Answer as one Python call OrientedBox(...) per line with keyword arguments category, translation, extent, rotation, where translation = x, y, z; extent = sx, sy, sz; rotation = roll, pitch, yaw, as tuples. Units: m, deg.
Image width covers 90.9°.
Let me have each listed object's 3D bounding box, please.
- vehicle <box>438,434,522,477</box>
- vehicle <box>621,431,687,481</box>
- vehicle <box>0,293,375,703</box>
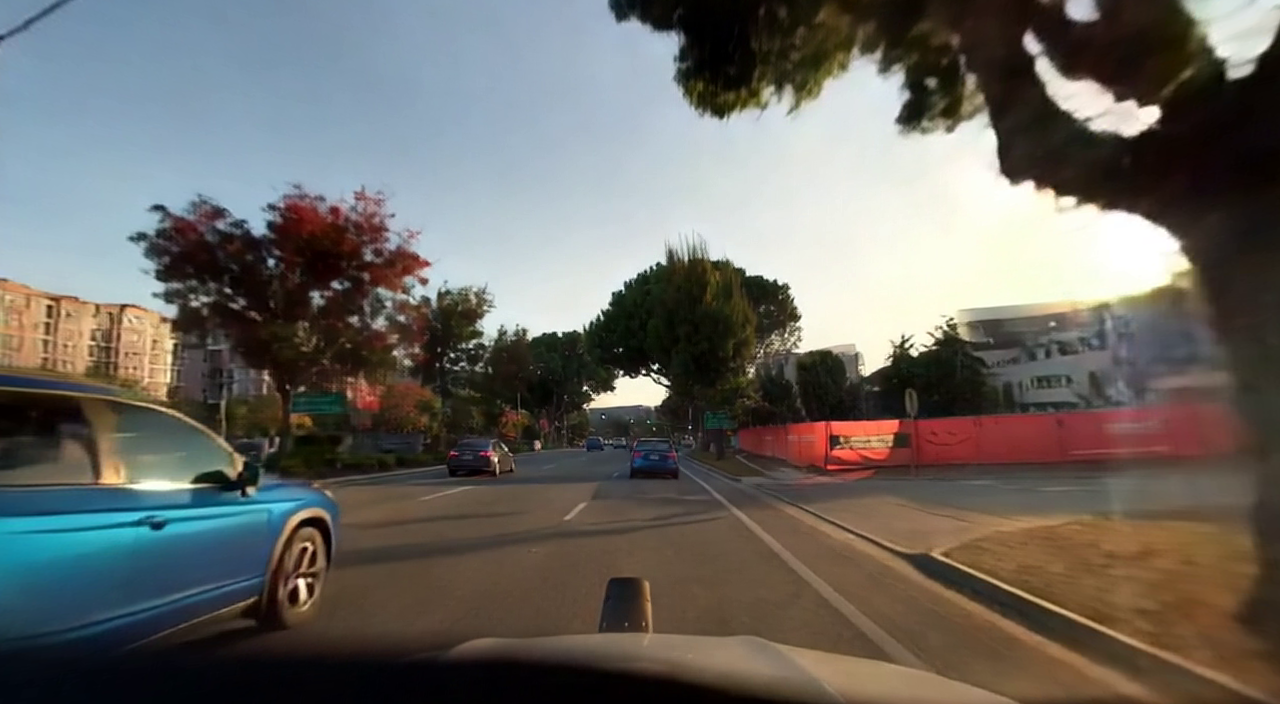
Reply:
OrientedBox(category="vehicle", translation=(-5.911, 3.880, 23.853), extent=(1.877, 1.479, 4.430), rotation=(0, -8, 2))
OrientedBox(category="vehicle", translation=(0.497, 3.801, 23.323), extent=(2.227, 1.654, 4.091), rotation=(0, -8, 1))
OrientedBox(category="vehicle", translation=(-3.459, 0.788, 2.956), extent=(2.157, 1.824, 4.986), rotation=(0, -8, 1))
